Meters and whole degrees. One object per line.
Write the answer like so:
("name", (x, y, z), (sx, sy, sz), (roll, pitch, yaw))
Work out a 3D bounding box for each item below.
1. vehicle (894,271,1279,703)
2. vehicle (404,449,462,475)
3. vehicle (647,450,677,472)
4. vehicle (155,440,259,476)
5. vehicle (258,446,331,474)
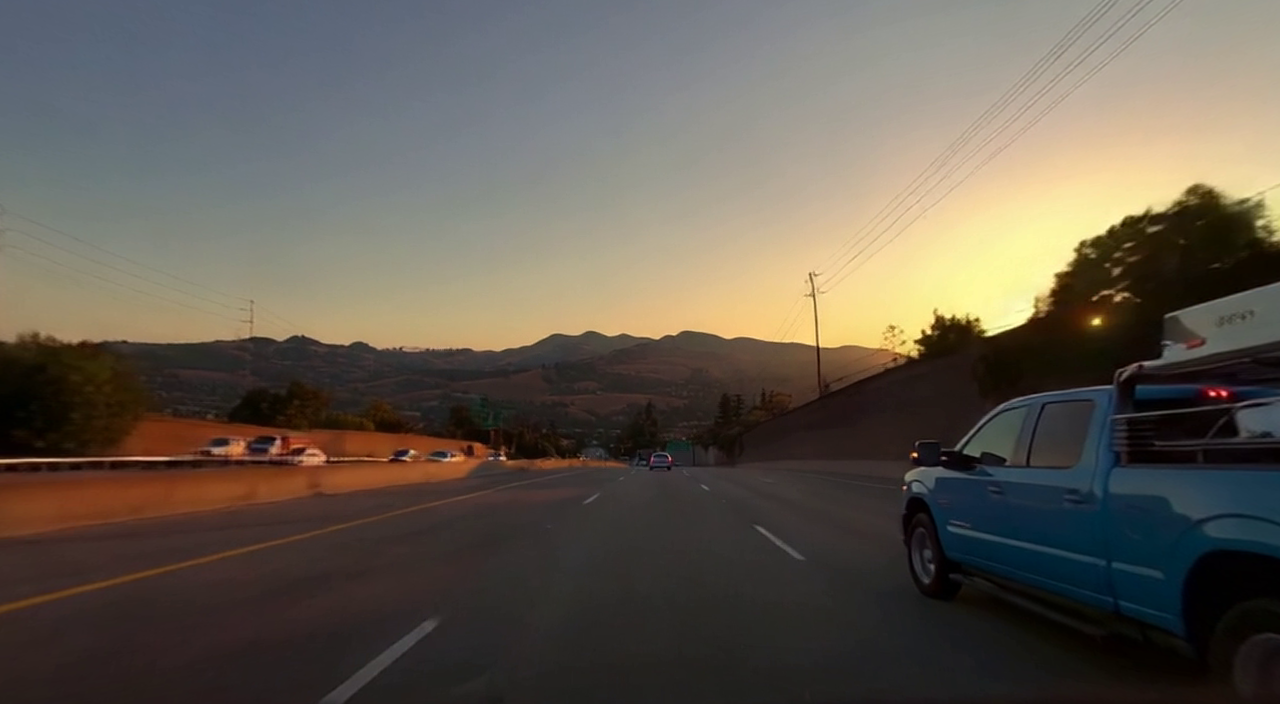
("vehicle", (4.015, 0.897, 3.443), (2.538, 2.228, 6.370), (0, -9, 0))
("vehicle", (-13.830, 7.384, 42.262), (2.071, 1.614, 4.863), (-1, -9, 2))
("vehicle", (1.552, 7.975, 46.033), (2.034, 1.549, 4.147), (0, -9, 0))
("vehicle", (-28.327, 6.969, 41.406), (2.329, 2.143, 5.925), (-1, -9, 3))
("vehicle", (-24.301, 7.621, 44.391), (2.079, 1.838, 5.011), (-1, -9, 3))
